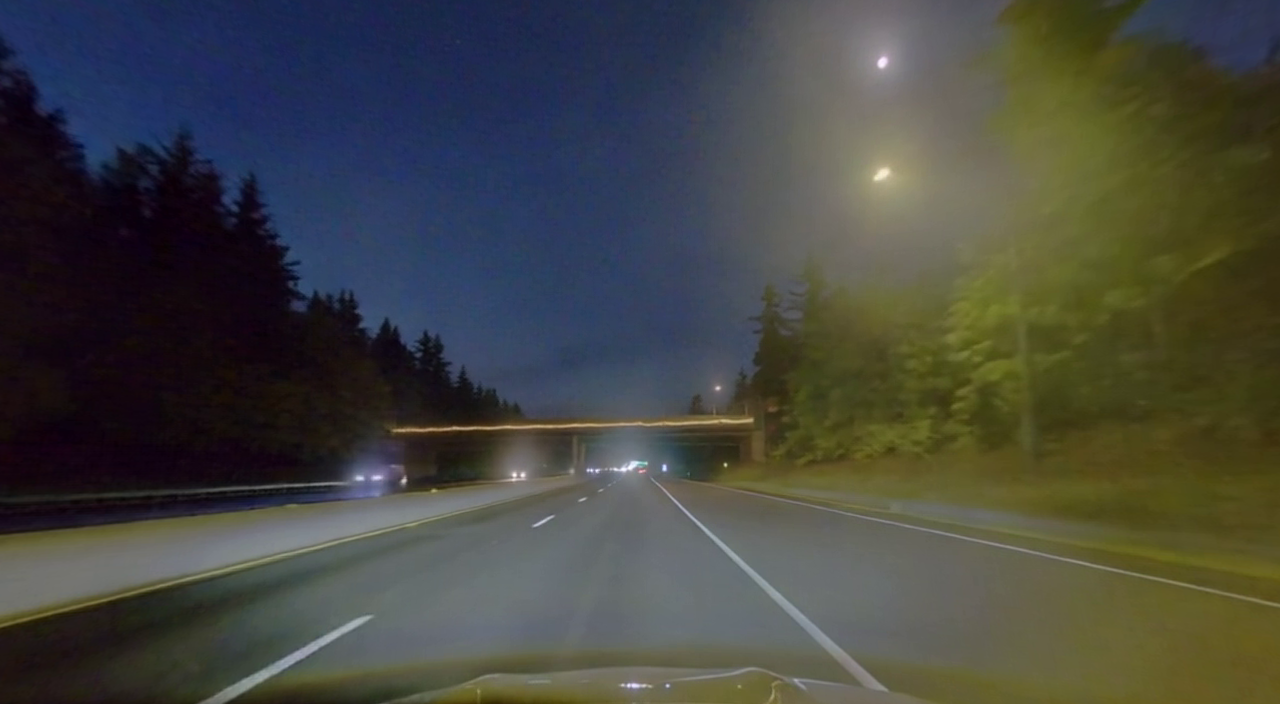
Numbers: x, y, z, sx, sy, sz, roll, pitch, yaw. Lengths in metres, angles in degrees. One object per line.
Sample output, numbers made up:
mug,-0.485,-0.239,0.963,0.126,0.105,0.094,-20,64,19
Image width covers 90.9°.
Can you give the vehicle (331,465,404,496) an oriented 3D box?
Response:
vehicle,-15.491,7.308,36.145,2.132,1.603,4.583,1,-10,0
